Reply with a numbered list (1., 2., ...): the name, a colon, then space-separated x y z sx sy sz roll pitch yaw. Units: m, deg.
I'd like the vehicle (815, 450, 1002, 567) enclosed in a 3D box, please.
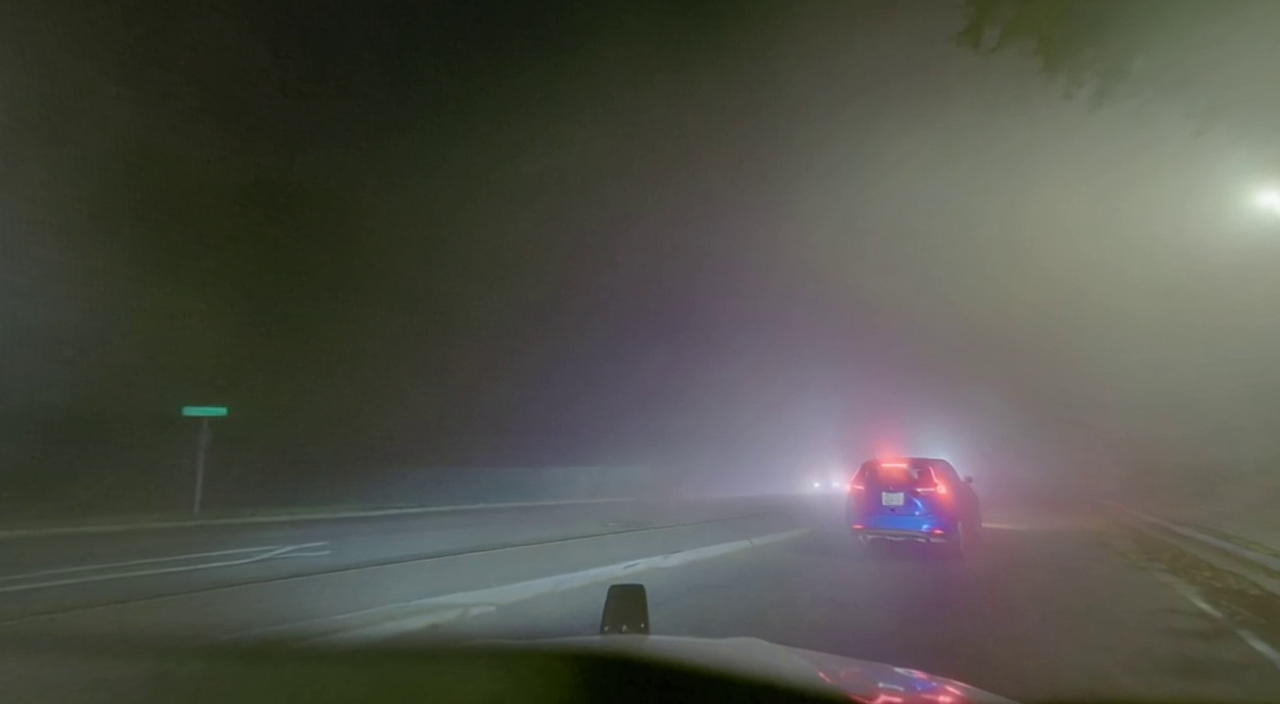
1. vehicle: 4.750 2.463 10.803 2.148 1.521 4.089 -6 -10 33
